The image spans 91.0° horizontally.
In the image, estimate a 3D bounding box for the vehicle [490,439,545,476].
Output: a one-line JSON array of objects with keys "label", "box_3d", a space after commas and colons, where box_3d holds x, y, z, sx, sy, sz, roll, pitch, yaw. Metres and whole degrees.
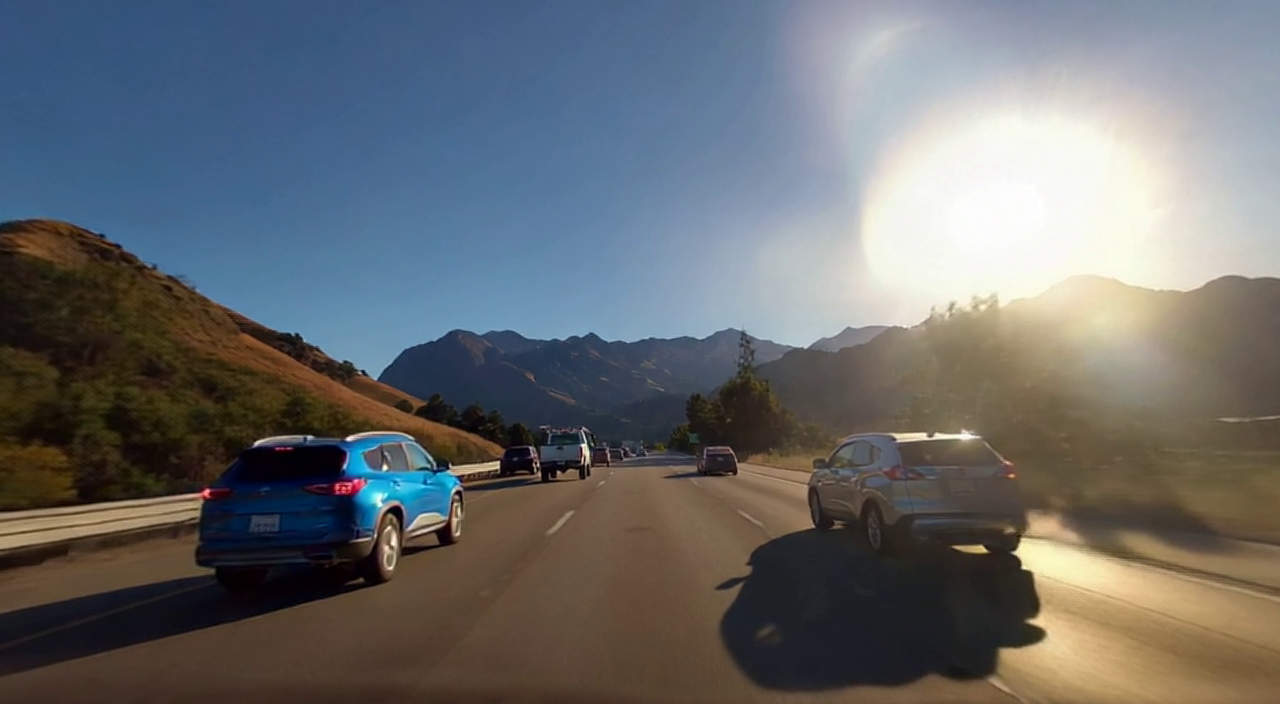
[{"label": "vehicle", "box_3d": [-6.958, 6.033, 36.342, 2.149, 1.922, 4.976, 0, -8, 0]}]

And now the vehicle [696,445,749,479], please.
[{"label": "vehicle", "box_3d": [4.139, 5.605, 32.422, 2.071, 1.570, 4.637, 0, -8, -1]}]

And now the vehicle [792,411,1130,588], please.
[{"label": "vehicle", "box_3d": [3.681, 1.772, 8.475, 2.066, 1.696, 4.604, 0, -8, -1]}]

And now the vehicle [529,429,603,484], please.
[{"label": "vehicle", "box_3d": [-3.048, 4.477, 27.256, 2.494, 2.136, 5.539, 0, -8, 0]}]

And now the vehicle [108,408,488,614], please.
[{"label": "vehicle", "box_3d": [-3.401, 1.655, 7.476, 2.080, 1.716, 4.207, 0, -8, 1]}]
